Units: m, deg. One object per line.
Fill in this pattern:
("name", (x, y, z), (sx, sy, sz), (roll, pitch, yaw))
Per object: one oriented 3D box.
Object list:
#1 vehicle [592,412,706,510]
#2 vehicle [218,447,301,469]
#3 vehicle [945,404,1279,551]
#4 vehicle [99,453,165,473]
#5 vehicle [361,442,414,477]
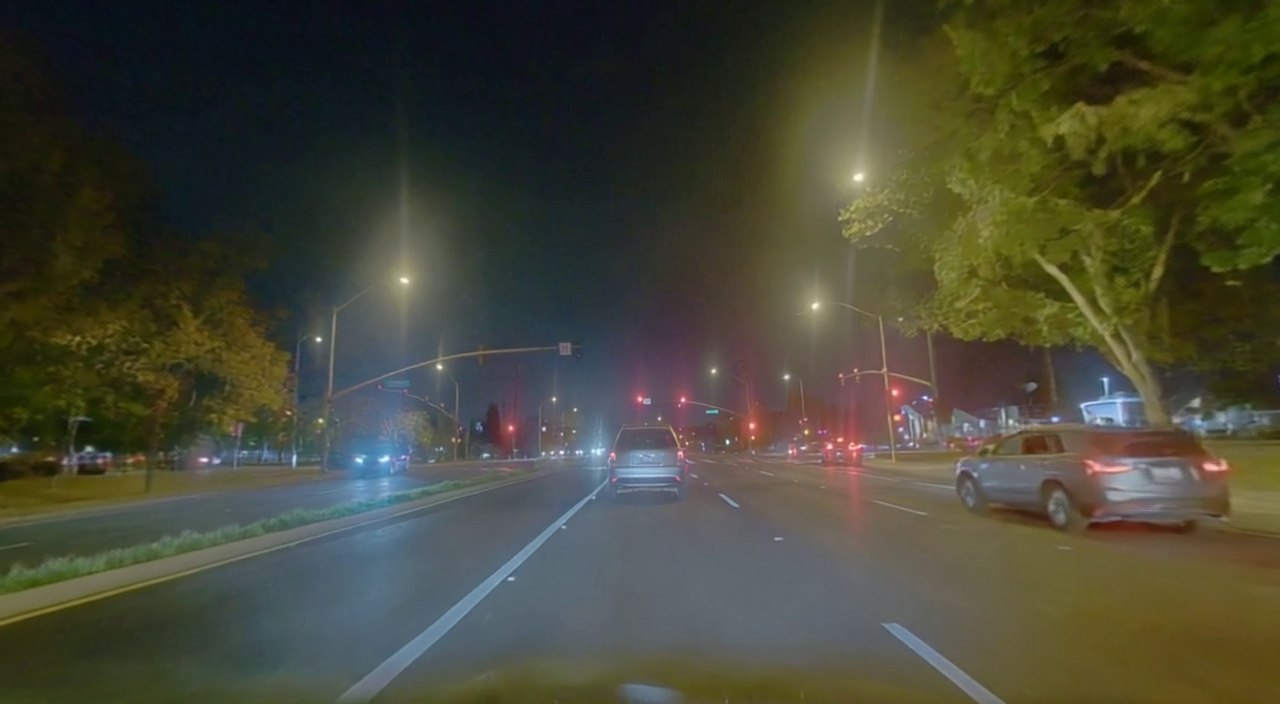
("vehicle", (0.222, 2.549, 15.099), (2.267, 1.926, 4.708), (0, -9, 1))
("vehicle", (-29.831, 8.307, 49.645), (5.244, 1.715, 1.950), (0, -9, 1))
("vehicle", (6.983, 1.799, 9.640), (2.447, 1.707, 4.396), (0, -9, 0))
("vehicle", (-39.654, 8.667, 49.442), (3.386, 1.456, 2.024), (0, -9, -1))
("vehicle", (-13.038, 5.562, 32.964), (2.209, 1.627, 4.582), (3, -9, -18))
